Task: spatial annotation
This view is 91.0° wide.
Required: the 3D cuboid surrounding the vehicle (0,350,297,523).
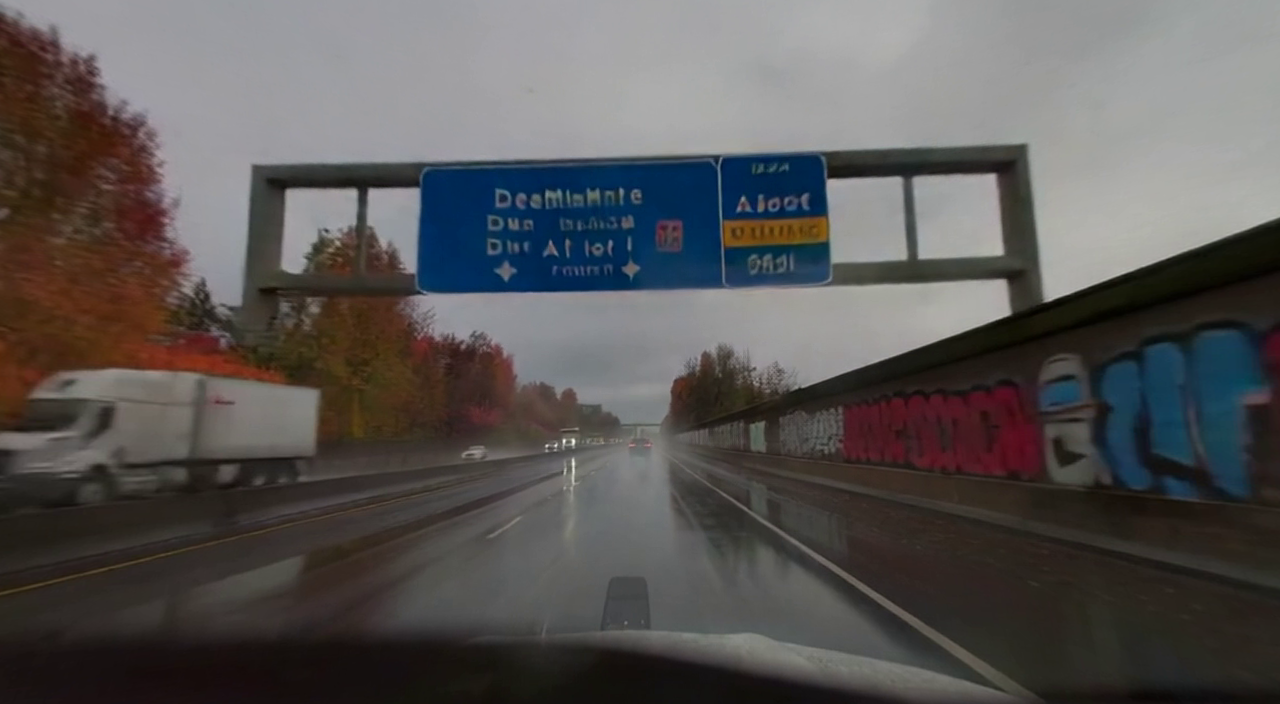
[{"bbox_3d":[-14.689,2.556,18.927,2.975,3.820,9.856,0,-8,1],"label":"vehicle"}]
